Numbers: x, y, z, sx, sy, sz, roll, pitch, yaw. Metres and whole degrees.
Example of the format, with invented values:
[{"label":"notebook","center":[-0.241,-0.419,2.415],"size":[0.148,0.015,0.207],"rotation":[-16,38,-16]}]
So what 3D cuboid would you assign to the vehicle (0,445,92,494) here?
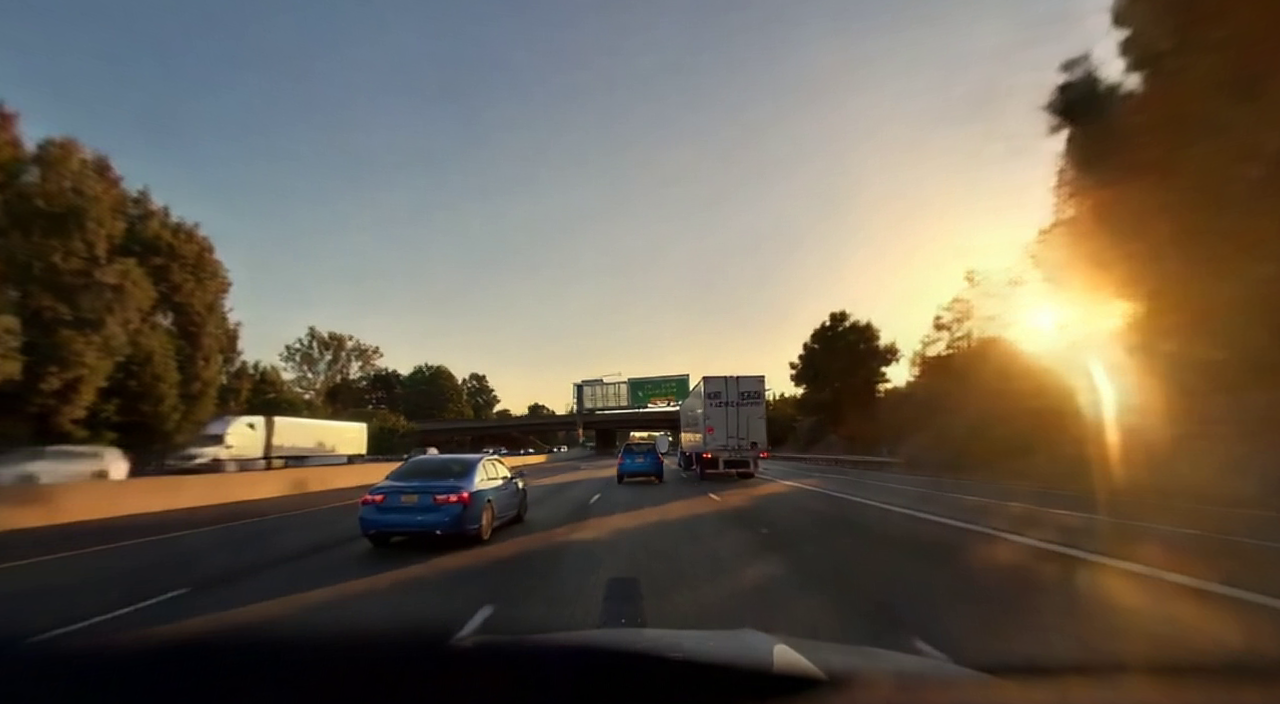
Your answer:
[{"label":"vehicle","center":[-22.226,4.045,21.860],"size":[1.966,1.606,4.695],"rotation":[0,-9,1]}]

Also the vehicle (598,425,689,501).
[{"label":"vehicle","center":[0.087,2.832,16.354],"size":[2.054,1.706,4.201],"rotation":[0,-9,0]}]

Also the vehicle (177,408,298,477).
[{"label":"vehicle","center":[-25.690,5.857,40.622],"size":[3.012,4.033,7.003],"rotation":[0,-9,0]}]

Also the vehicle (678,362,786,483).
[{"label":"vehicle","center":[3.595,3.564,29.331],"size":[2.909,4.135,15.820],"rotation":[0,-9,1]}]
